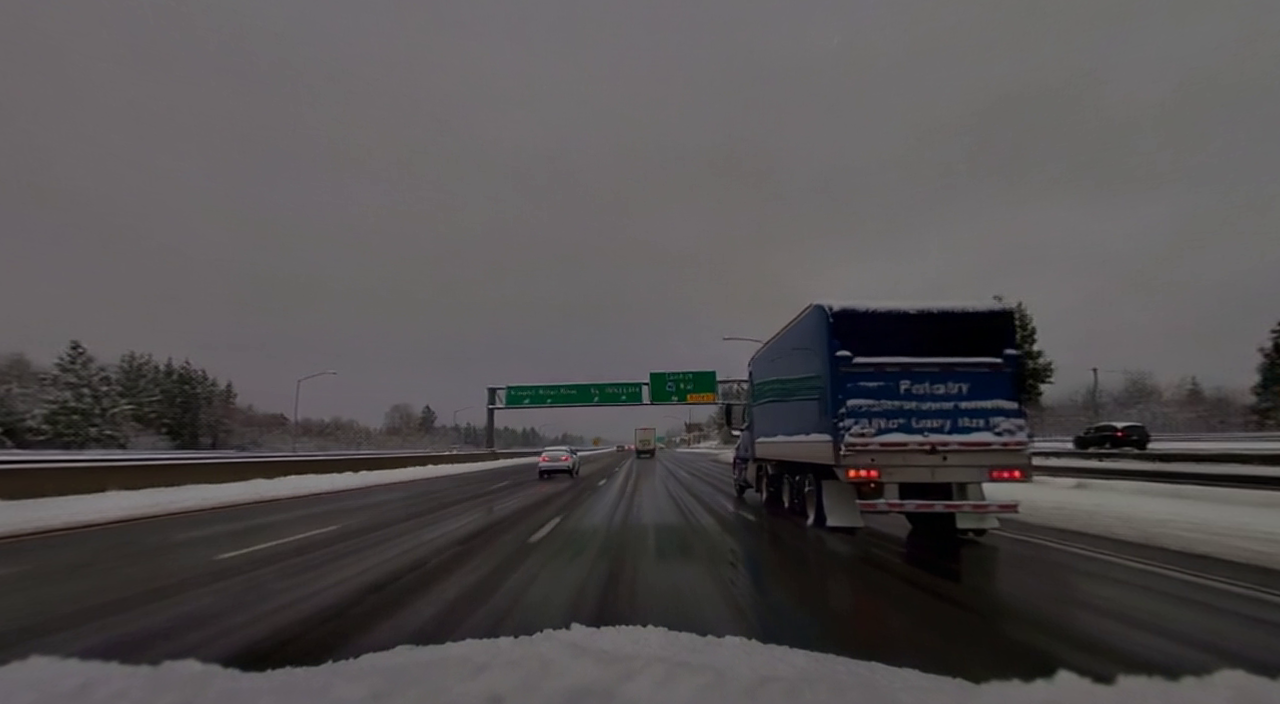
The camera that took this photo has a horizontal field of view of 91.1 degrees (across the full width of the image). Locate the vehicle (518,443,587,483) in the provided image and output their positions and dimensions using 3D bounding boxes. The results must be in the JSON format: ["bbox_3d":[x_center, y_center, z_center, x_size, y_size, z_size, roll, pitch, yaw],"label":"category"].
[{"bbox_3d":[-3.631,4.741,27.108,2.143,1.529,4.918,0,-9,1],"label":"vehicle"}]

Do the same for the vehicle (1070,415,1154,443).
[{"bbox_3d":[29.148,4.793,38.957,1.928,1.603,4.315,1,-8,2],"label":"vehicle"}]

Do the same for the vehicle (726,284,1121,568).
[{"bbox_3d":[4.045,1.632,12.776,3.049,3.395,10.595,0,-9,0],"label":"vehicle"}]
